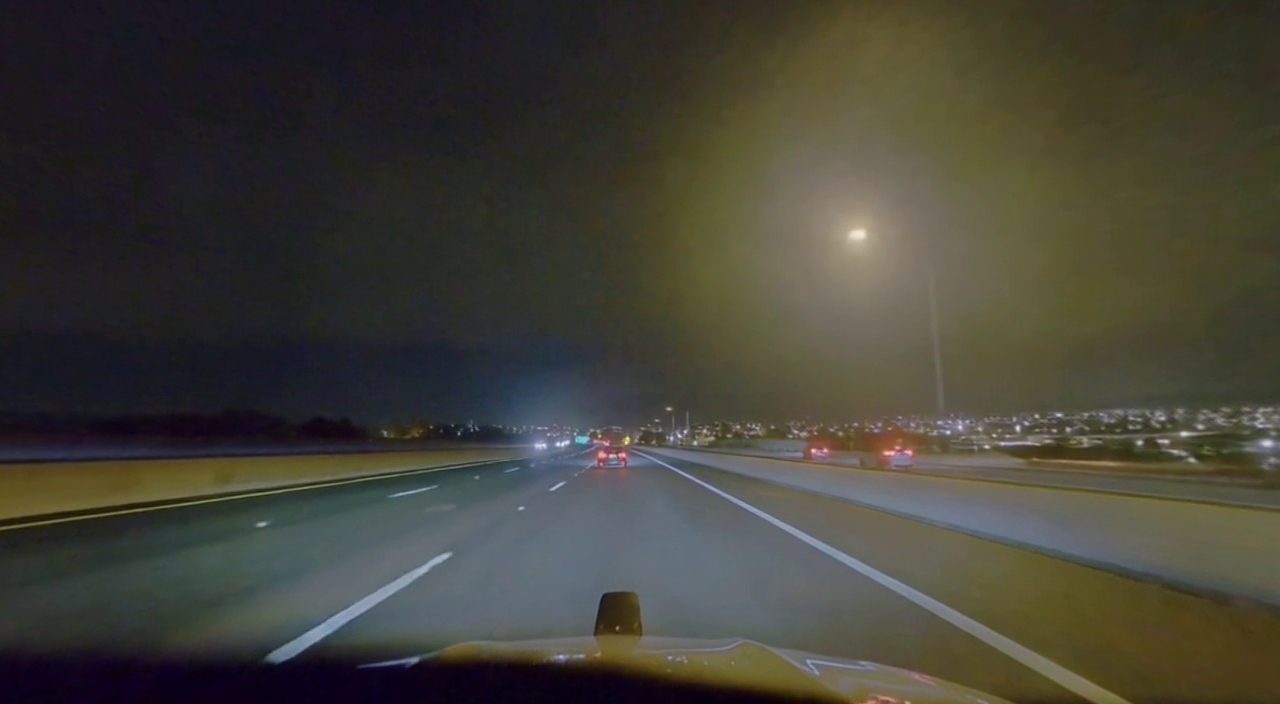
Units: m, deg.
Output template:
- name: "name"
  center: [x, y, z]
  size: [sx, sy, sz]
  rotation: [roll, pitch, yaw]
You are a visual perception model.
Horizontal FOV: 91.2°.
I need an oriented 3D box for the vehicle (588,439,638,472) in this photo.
- name: "vehicle"
  center: [-1.273, 5.108, 31.080]
  size: [2.055, 1.509, 4.255]
  rotation: [-1, -9, 3]
